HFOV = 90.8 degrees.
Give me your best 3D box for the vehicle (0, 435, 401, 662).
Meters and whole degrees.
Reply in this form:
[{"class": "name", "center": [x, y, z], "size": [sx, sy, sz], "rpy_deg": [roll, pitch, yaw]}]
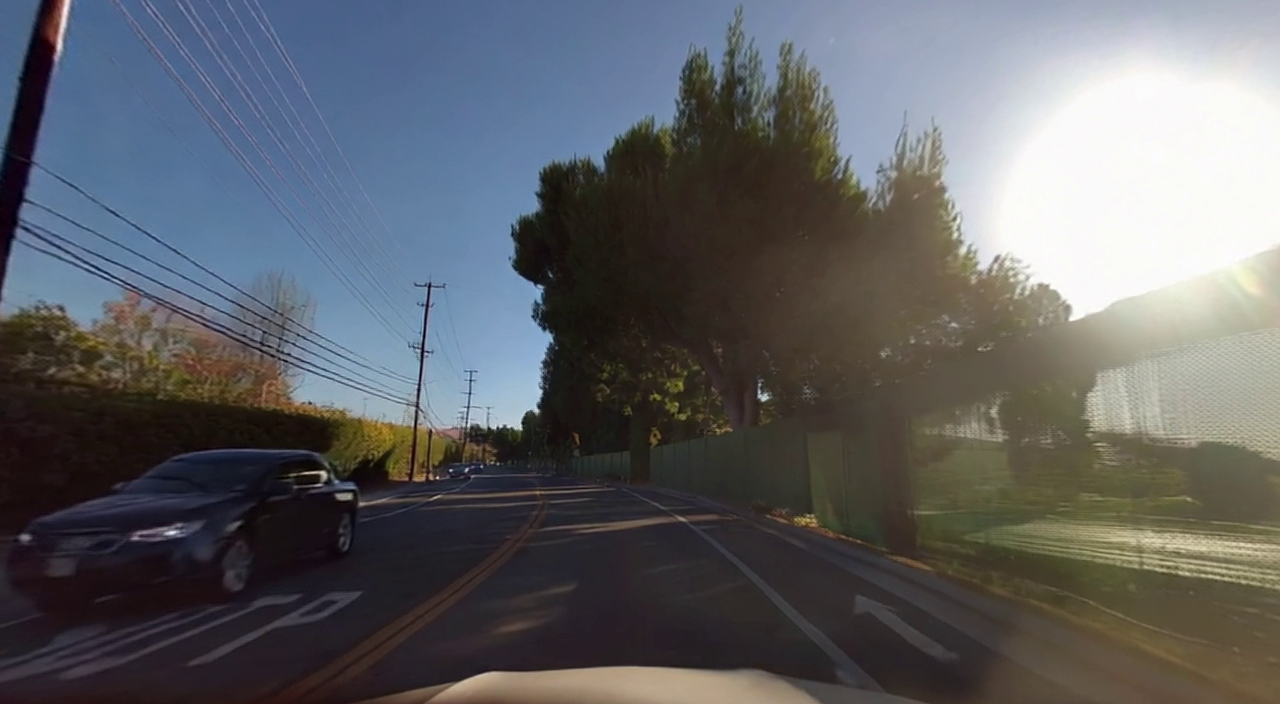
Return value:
[{"class": "vehicle", "center": [-4.309, 1.650, 6.506], "size": [2.034, 1.479, 4.521], "rpy_deg": [0, -9, -2]}]
